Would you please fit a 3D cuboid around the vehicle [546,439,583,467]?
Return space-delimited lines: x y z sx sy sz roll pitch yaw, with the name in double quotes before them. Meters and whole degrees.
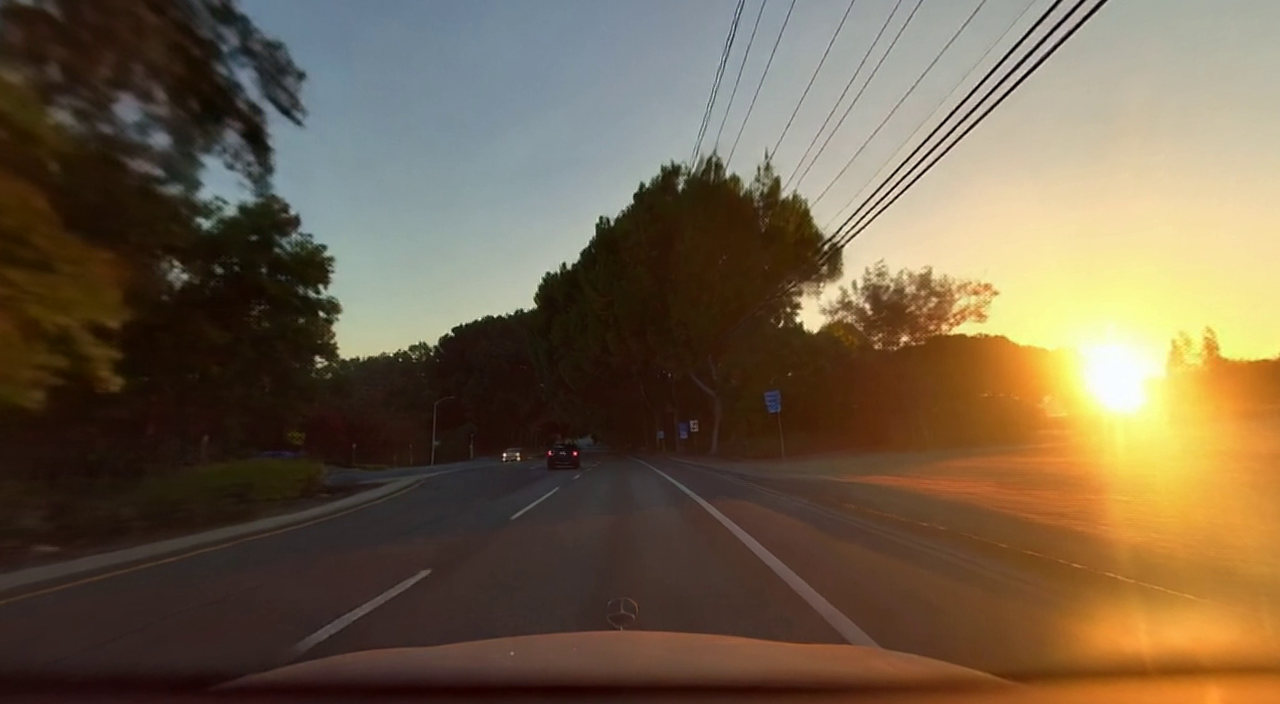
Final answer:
"vehicle" -5.447 7.356 46.199 2.246 1.885 5.275 0 -8 -2
